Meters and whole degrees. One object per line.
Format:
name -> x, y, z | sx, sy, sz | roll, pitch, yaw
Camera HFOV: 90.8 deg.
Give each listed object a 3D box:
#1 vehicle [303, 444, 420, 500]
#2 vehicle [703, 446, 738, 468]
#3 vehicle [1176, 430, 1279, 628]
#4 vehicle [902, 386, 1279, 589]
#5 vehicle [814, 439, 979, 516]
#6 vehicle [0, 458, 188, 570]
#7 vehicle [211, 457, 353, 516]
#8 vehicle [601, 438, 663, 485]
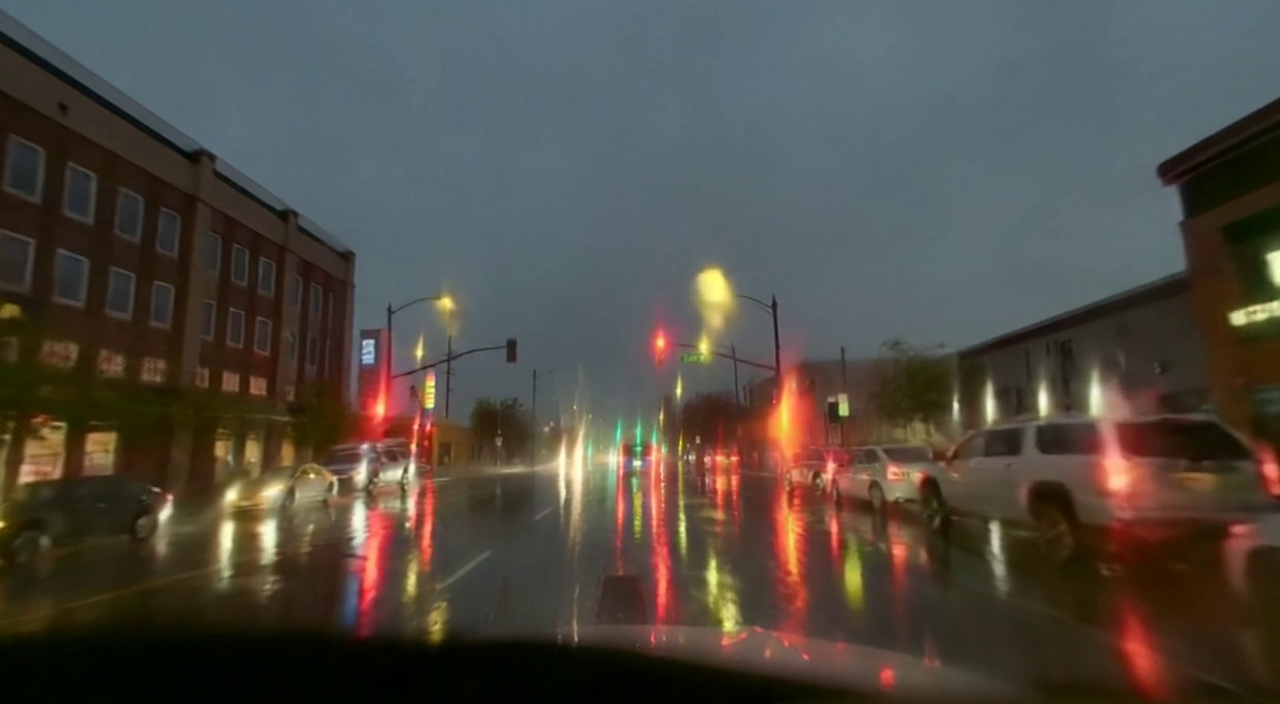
vehicle -> -11.314, 4.860, 26.303 | 2.240, 2.052, 5.872 | 0, -8, 0
vehicle -> 5.717, 7.544, 45.488 | 1.859, 1.470, 4.476 | 0, -8, -1
vehicle -> 5.856, 1.161, 3.538 | 1.854, 1.498, 4.295 | 0, -8, -1
vehicle -> 5.795, 1.677, 8.684 | 2.201, 1.972, 4.845 | 0, -8, -1
vehicle -> 5.698, 2.805, 14.734 | 1.891, 1.489, 4.344 | 0, -8, -2
vehicle -> -11.091, 2.958, 11.784 | 1.920, 1.498, 4.591 | -5, -6, 2
vehicle -> -11.098, 4.159, 20.050 | 1.868, 1.502, 4.626 | 0, -8, -1
vehicle -> -0.275, 4.020, 23.608 | 2.086, 1.575, 4.205 | 0, -8, 0
